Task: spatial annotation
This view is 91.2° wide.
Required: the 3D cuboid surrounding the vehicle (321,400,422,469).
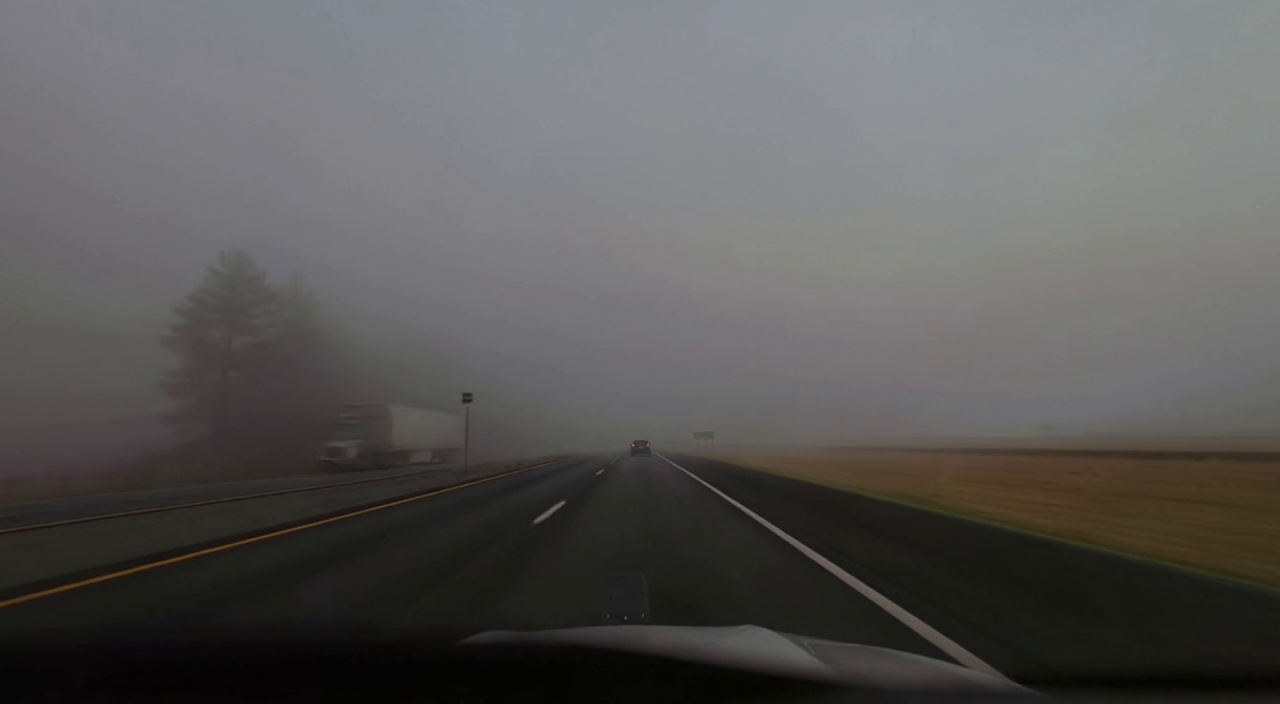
[{"bbox_3d":[-16.479,5.190,39.250,2.976,3.855,7.457,0,-8,0],"label":"vehicle"}]
